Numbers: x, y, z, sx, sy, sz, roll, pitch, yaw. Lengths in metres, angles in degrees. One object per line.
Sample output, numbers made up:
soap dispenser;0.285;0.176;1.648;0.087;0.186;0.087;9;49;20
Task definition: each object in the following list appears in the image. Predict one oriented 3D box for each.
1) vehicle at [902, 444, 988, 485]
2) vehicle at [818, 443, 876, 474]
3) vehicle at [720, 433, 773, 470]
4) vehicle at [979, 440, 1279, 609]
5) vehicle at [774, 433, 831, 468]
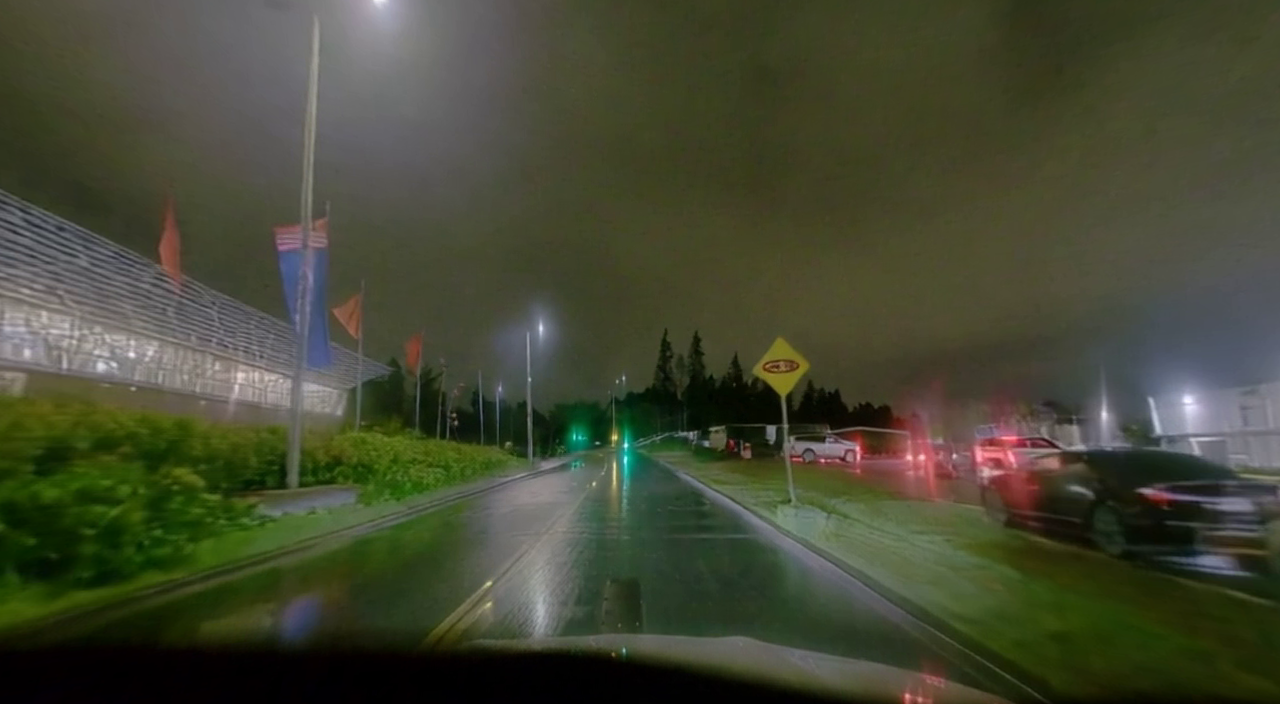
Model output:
vehicle;11.850;4.363;24.667;1.666;1.476;3.216;0;-9;-1
vehicle;11.011;5.684;33.731;1.819;1.494;3.834;0;-9;1
vehicle;5.718;5.389;34.151;1.977;1.860;4.237;0;-9;-2
vehicle;7.055;2.160;8.959;1.961;1.648;4.260;-1;-7;-1
vehicle;8.511;5.230;33.367;1.924;1.713;4.627;-1;-9;2
